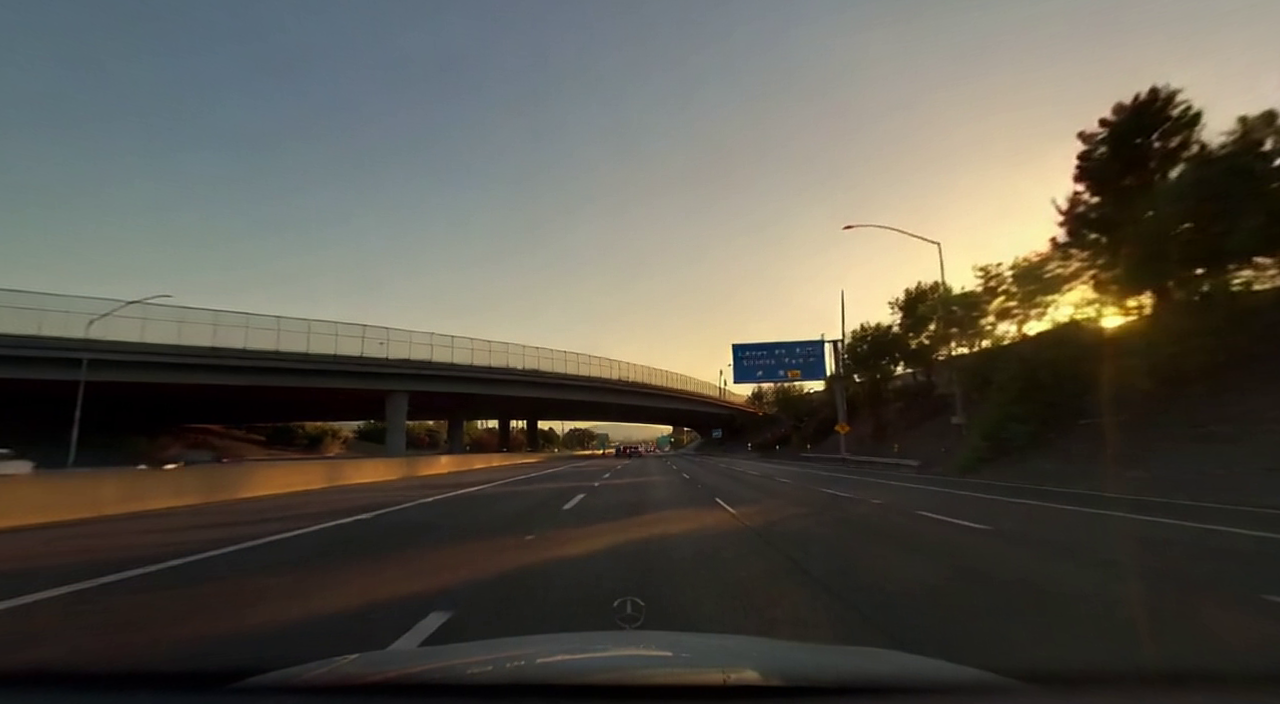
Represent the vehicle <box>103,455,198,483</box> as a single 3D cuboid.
[{"bbox_3d":[-28.717,6.846,37.206,1.852,1.463,4.598,0,-9,1],"label":"vehicle"}]
